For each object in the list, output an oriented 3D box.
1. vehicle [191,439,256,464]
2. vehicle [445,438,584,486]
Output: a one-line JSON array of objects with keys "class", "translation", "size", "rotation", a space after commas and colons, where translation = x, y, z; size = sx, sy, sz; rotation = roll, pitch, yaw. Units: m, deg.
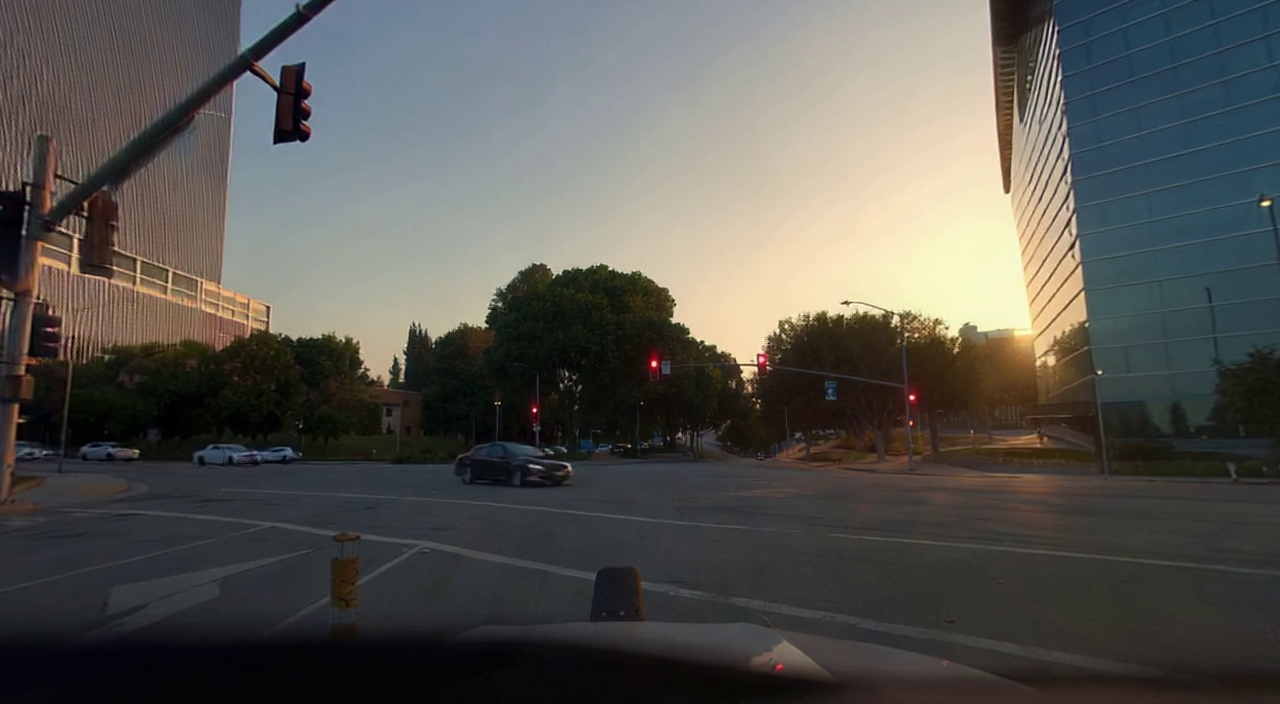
[{"class": "vehicle", "translation": [-27.393, 6.526, 41.519], "size": [4.110, 1.511, 1.883], "rotation": [-5, -10, 30]}, {"class": "vehicle", "translation": [-4.343, 3.703, 21.522], "size": [4.798, 1.461, 1.939], "rotation": [-7, -11, 37]}]
